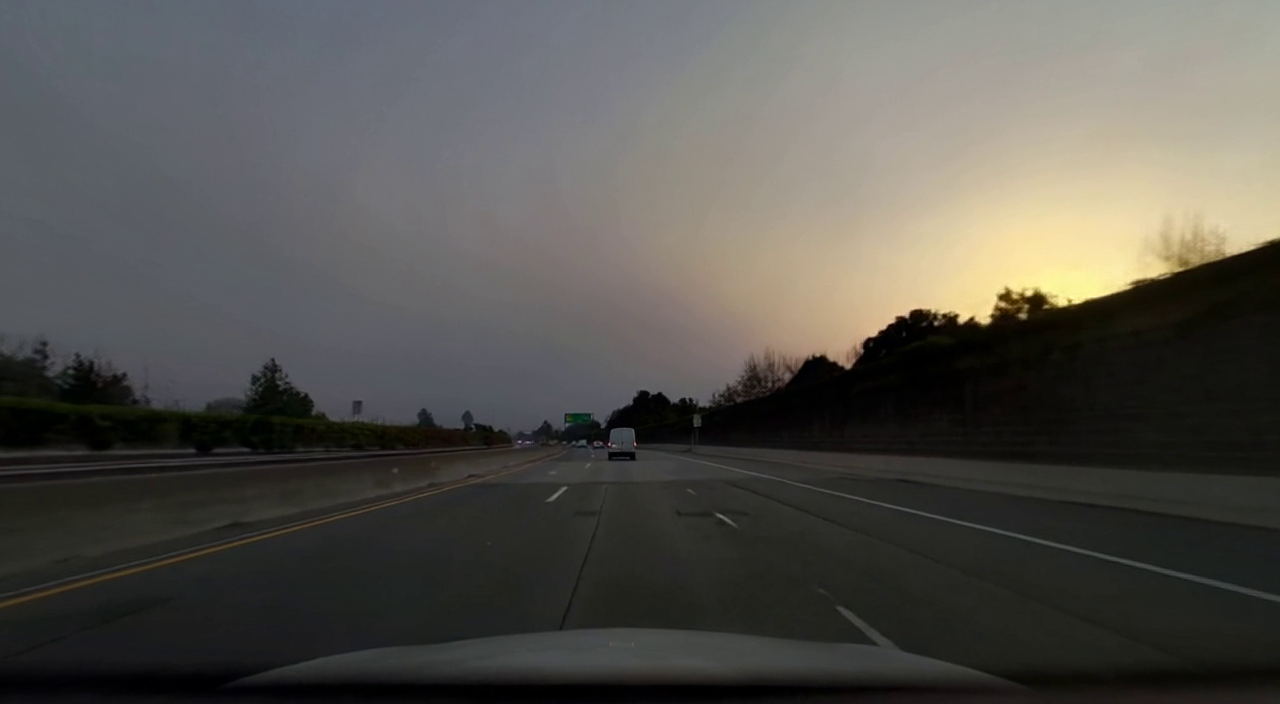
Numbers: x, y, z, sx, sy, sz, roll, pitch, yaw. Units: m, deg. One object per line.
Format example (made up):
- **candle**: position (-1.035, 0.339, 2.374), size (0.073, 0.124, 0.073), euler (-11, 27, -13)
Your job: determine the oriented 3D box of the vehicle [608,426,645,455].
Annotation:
- **vehicle**: position (-0.904, 5.497, 39.101), size (2.157, 1.647, 4.524), euler (0, -8, -3)
